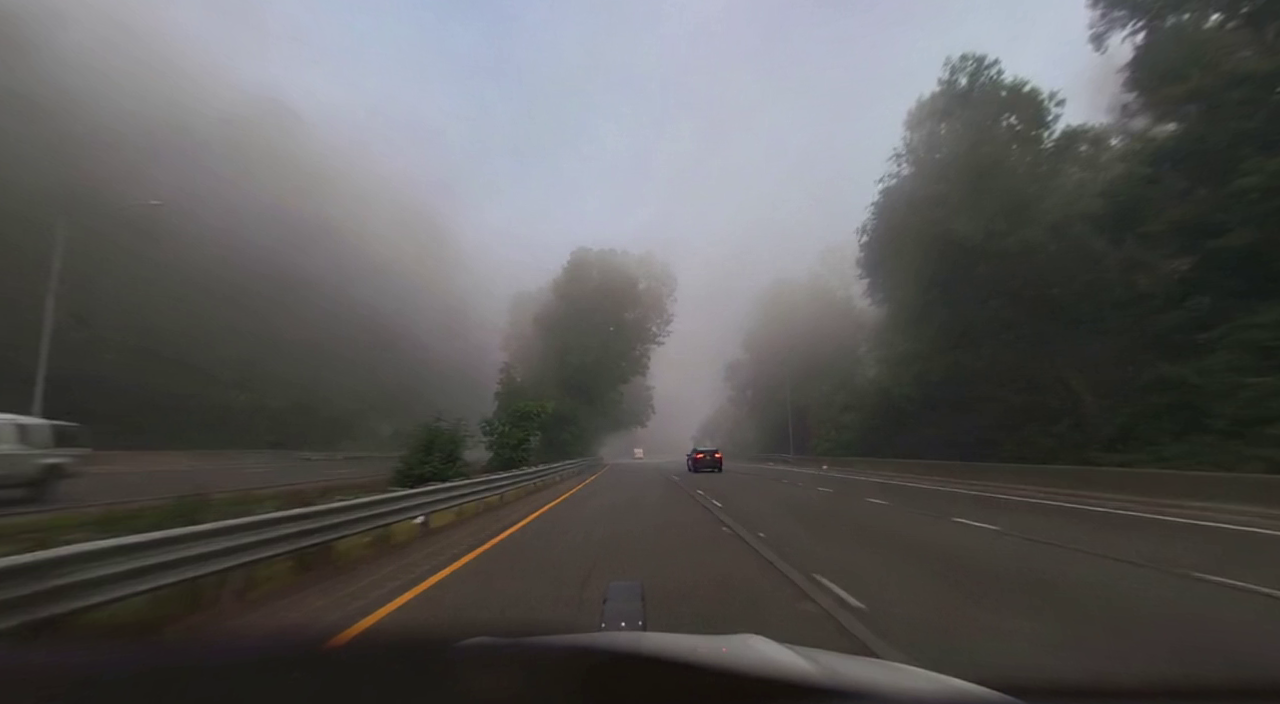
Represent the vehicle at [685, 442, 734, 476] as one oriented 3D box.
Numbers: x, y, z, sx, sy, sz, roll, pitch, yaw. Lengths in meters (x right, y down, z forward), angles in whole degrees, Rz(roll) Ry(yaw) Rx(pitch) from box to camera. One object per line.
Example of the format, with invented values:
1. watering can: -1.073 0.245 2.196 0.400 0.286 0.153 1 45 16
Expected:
1. vehicle: 3.550 5.578 33.047 1.933 1.663 4.440 0 -9 -2
